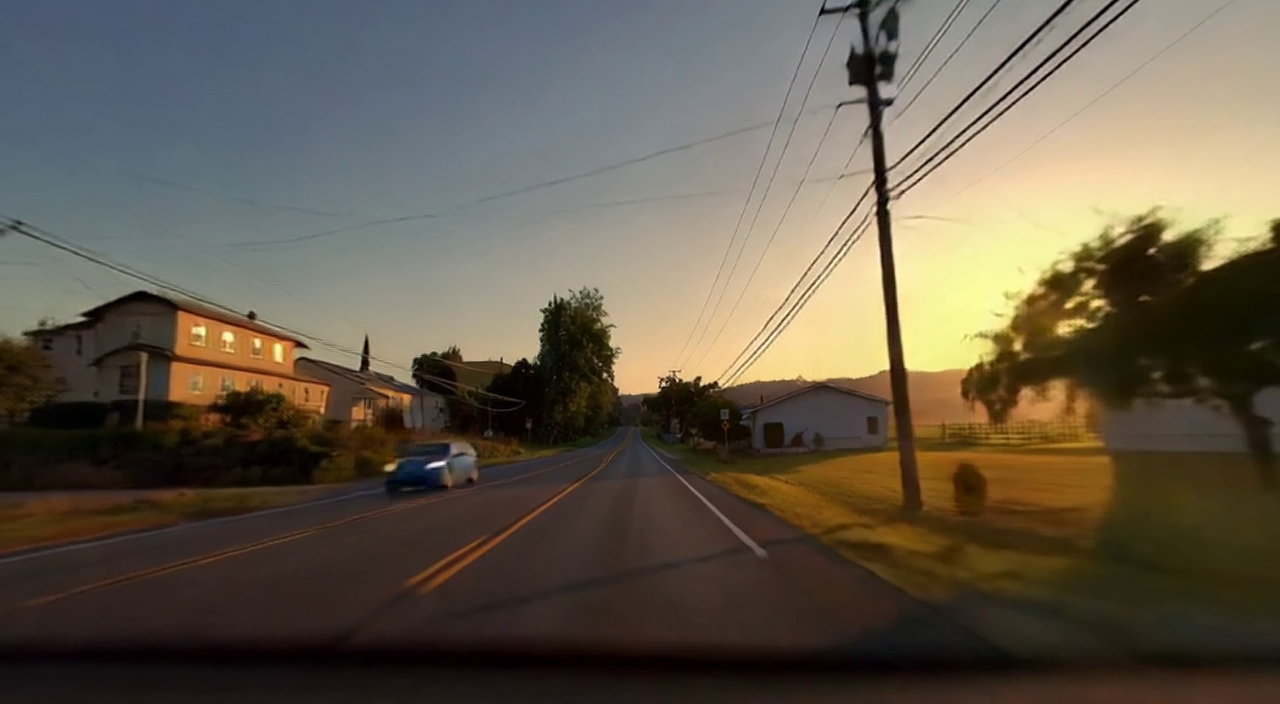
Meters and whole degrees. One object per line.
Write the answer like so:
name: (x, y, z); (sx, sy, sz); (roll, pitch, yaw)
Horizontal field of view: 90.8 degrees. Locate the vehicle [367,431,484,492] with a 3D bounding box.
vehicle: (-6.613, 3.430, 20.129); (2.113, 1.710, 4.438); (0, -8, 1)
